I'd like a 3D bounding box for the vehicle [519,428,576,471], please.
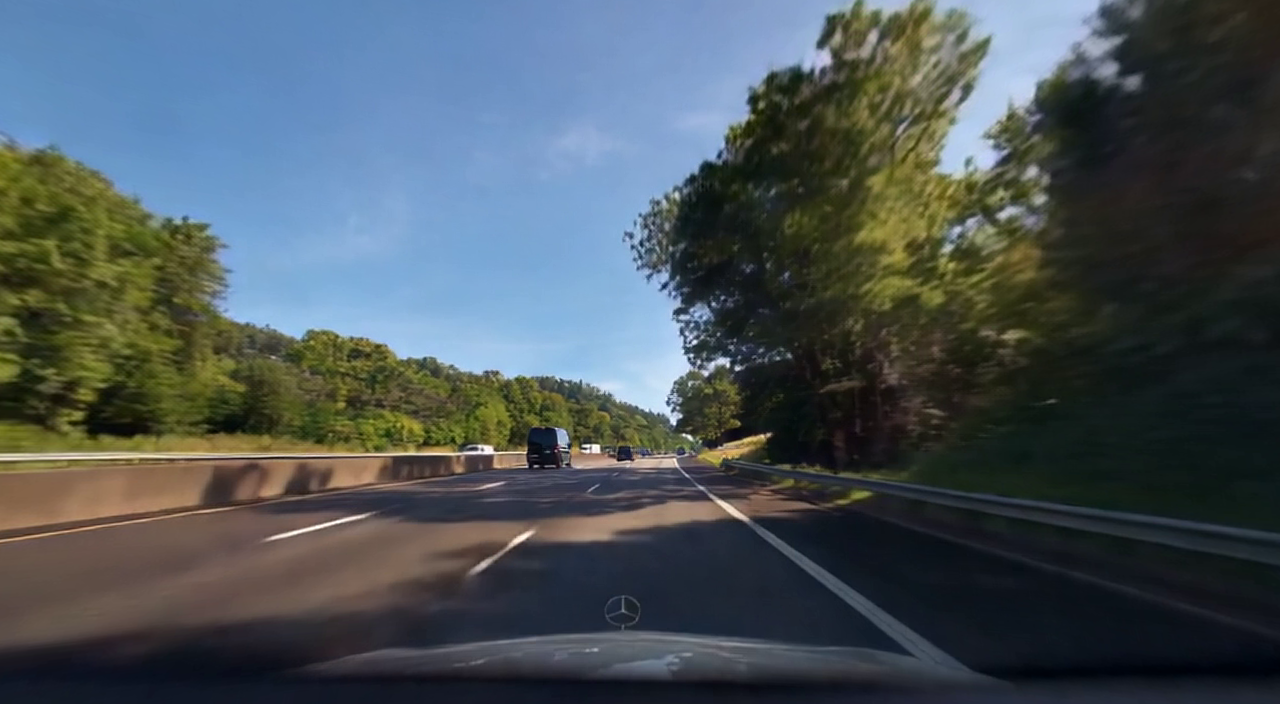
[{"bbox_3d":[-5.632,6.077,39.309,2.449,2.471,6.130,0,-9,2],"label":"vehicle"}]
